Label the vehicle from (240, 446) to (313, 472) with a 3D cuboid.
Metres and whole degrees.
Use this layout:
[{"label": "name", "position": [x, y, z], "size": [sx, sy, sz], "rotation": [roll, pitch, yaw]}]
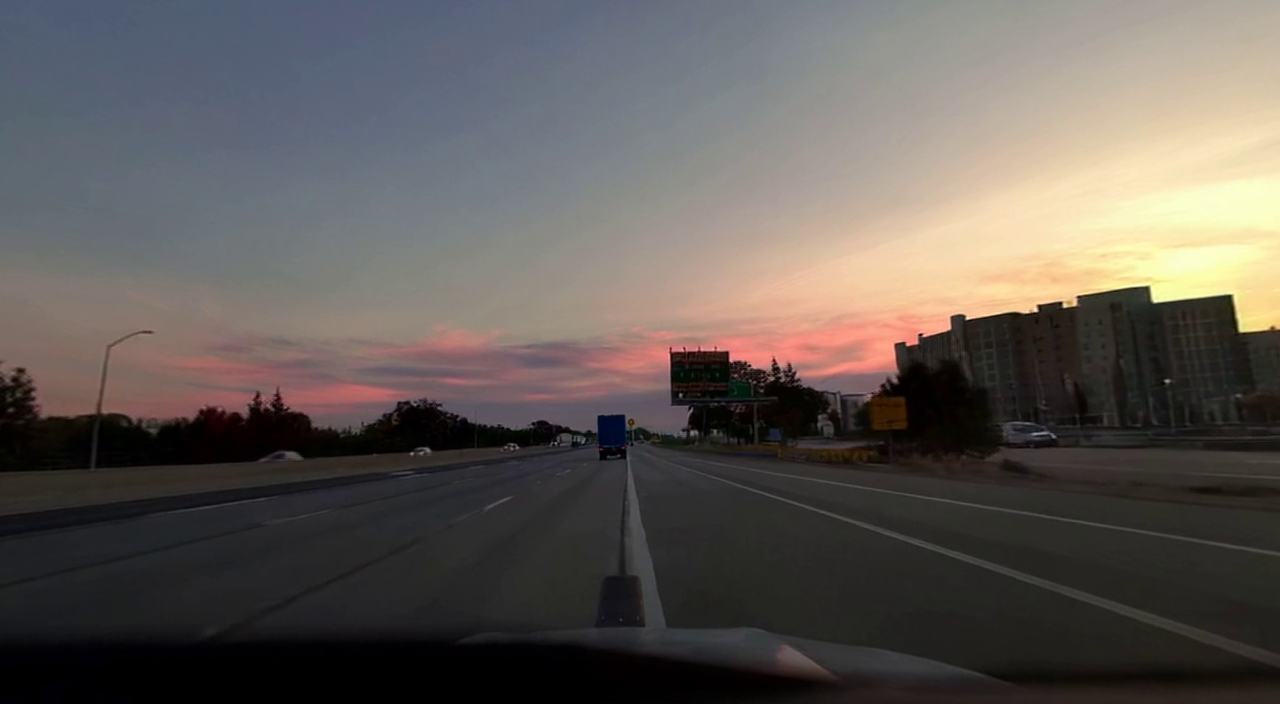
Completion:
[{"label": "vehicle", "position": [-21.487, 6.326, 37.413], "size": [1.844, 1.463, 4.397], "rotation": [0, -9, -2]}]
